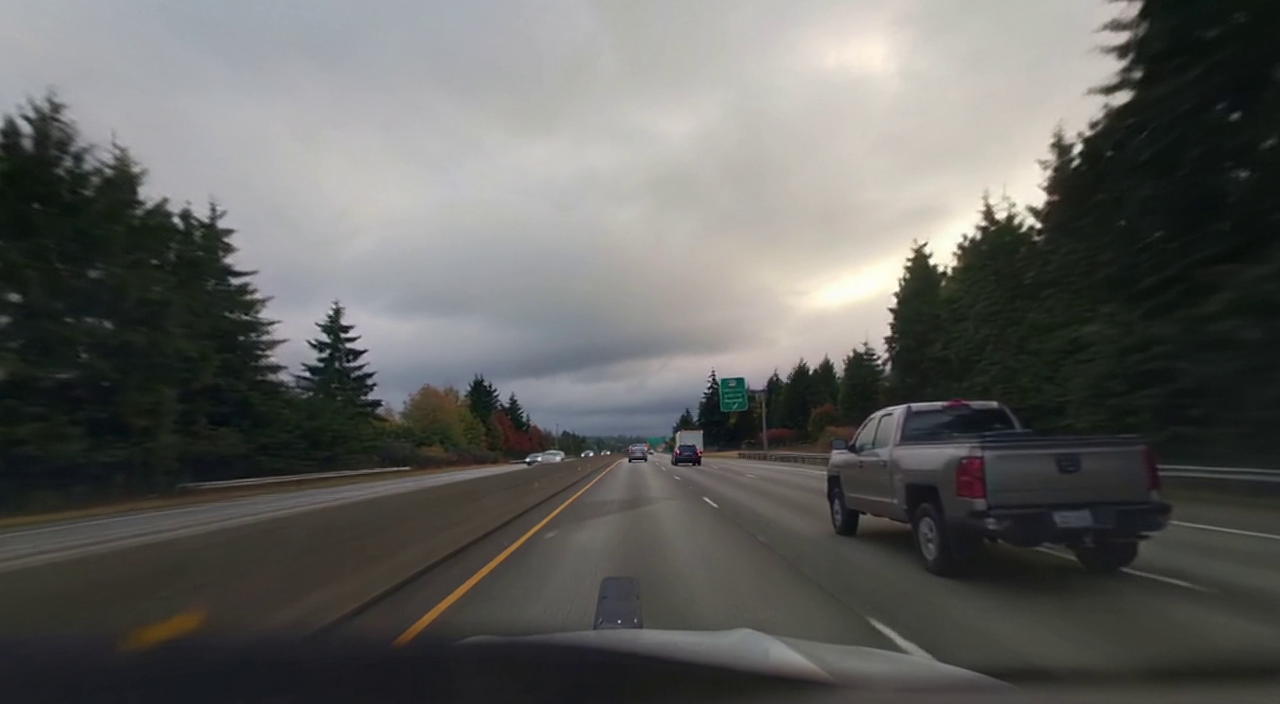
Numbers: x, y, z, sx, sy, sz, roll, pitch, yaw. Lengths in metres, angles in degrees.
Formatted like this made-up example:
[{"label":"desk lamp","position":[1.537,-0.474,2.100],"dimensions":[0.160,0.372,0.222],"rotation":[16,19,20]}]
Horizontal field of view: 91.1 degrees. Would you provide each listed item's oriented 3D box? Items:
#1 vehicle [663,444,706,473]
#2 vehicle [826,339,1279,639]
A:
[{"label":"vehicle","position":[2.632,6.475,38.488],"dimensions":[2.123,1.620,4.959],"rotation":[0,-9,-1]},{"label":"vehicle","position":[3.715,1.243,6.548],"dimensions":[1.981,1.984,4.623],"rotation":[0,-9,-2]}]
